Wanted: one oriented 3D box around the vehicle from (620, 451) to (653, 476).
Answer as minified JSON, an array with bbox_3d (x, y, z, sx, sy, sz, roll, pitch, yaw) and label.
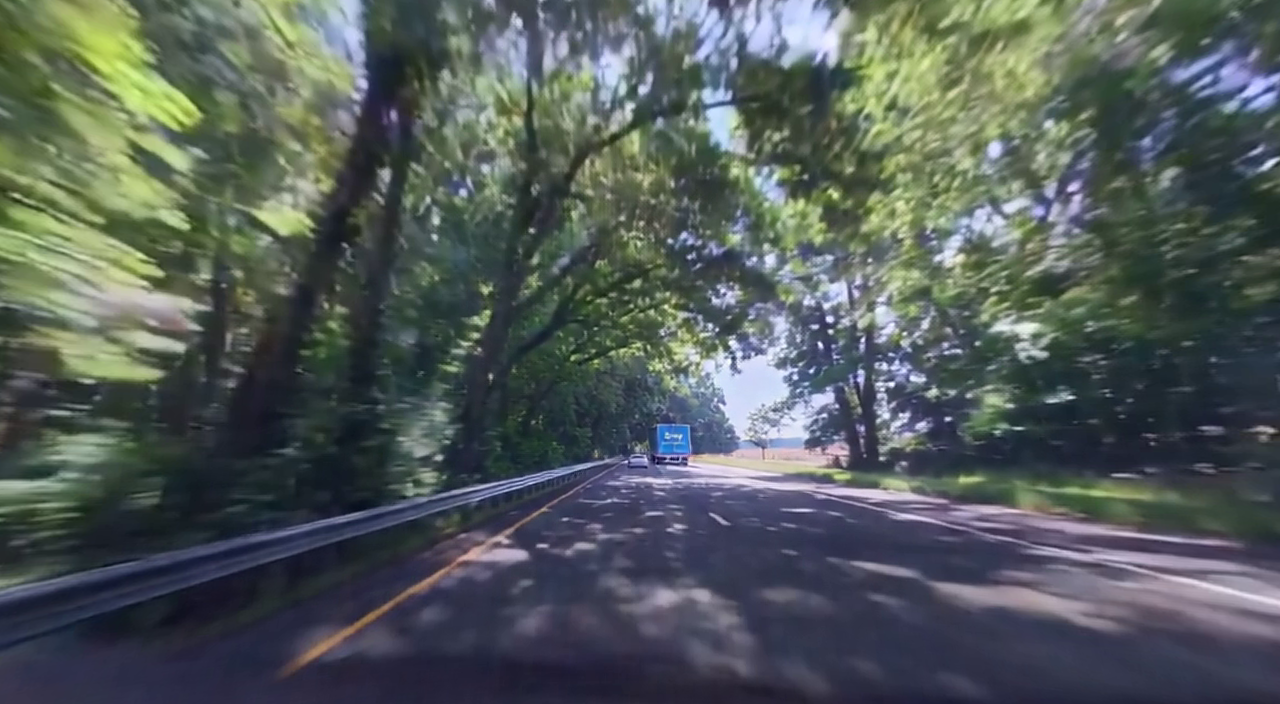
[{"bbox_3d":[-0.233,7.316,41.558,2.057,1.528,3.958,-1,-9,0],"label":"vehicle"}]
